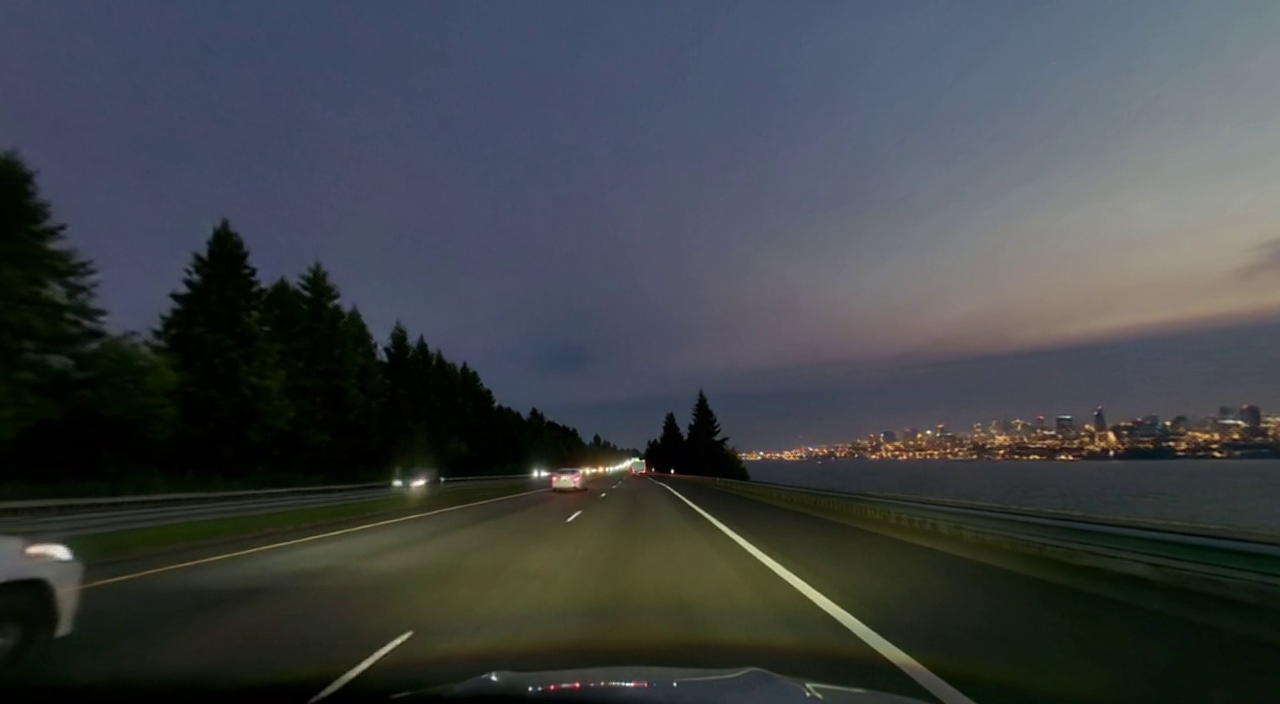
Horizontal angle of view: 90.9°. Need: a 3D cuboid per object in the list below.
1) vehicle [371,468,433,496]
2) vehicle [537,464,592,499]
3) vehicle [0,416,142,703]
[{"bbox_3d":[-13.735,7.501,36.580,1.839,1.478,4.425,1,-11,0],"label":"vehicle"},{"bbox_3d":[-3.552,6.244,30.599,2.006,1.516,4.820,1,-11,0],"label":"vehicle"},{"bbox_3d":[-4.293,0.808,1.721,2.040,1.525,4.603,1,-11,0],"label":"vehicle"}]
